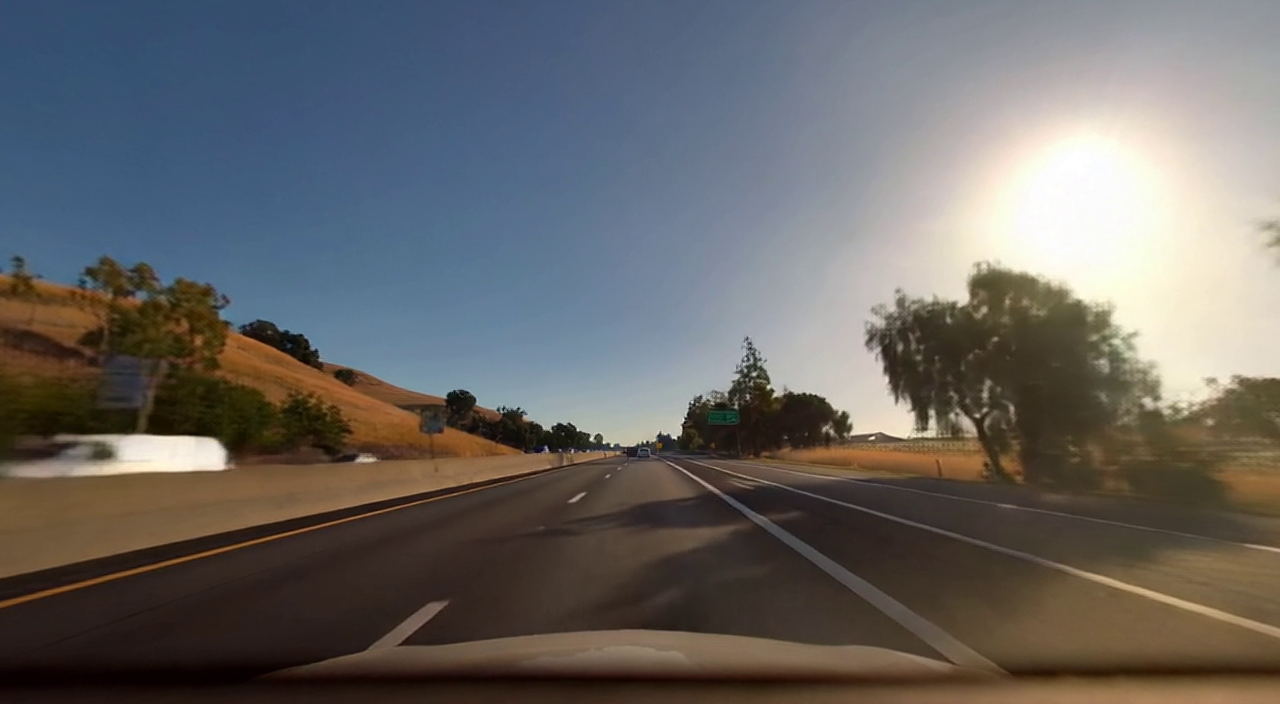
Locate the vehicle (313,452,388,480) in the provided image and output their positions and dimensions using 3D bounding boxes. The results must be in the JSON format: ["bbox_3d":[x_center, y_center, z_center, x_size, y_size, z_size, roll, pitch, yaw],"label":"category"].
[{"bbox_3d":[-16.185,6.361,35.500,2.046,1.460,4.426,0,-9,1],"label":"vehicle"}]

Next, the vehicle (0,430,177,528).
[{"bbox_3d":[-12.125,2.422,12.341,2.262,1.676,4.984,0,-9,1],"label":"vehicle"}]
